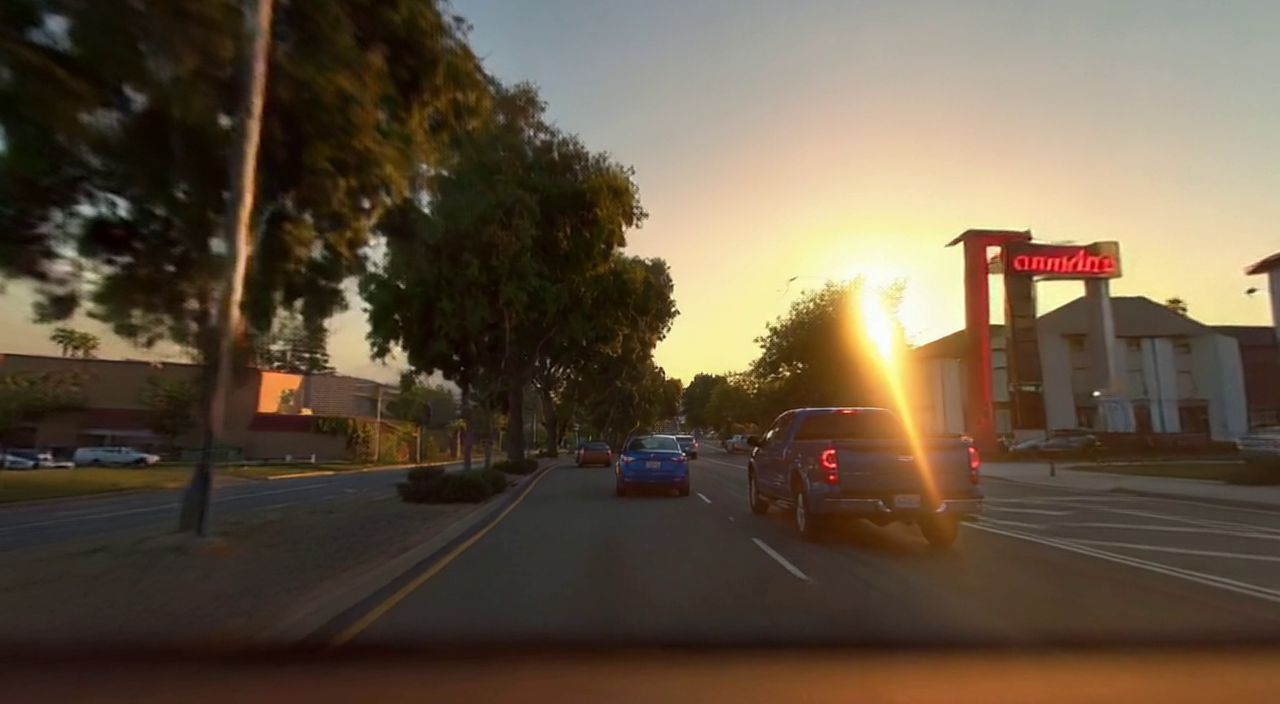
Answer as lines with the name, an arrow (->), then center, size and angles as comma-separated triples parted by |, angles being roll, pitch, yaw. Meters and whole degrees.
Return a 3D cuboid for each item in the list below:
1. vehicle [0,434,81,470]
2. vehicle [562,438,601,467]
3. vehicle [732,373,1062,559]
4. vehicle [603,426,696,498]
vehicle -> -32.978, 5.173, 32.648 | 5.603, 1.772, 2.150 | 1, -8, -4
vehicle -> -3.200, 5.430, 34.156 | 1.960, 1.475, 4.161 | 1, -8, -6
vehicle -> 3.347, 1.730, 10.210 | 2.731, 2.101, 6.047 | 0, -8, -1
vehicle -> 0.191, 2.834, 16.602 | 2.145, 1.650, 4.021 | 0, -8, -1
